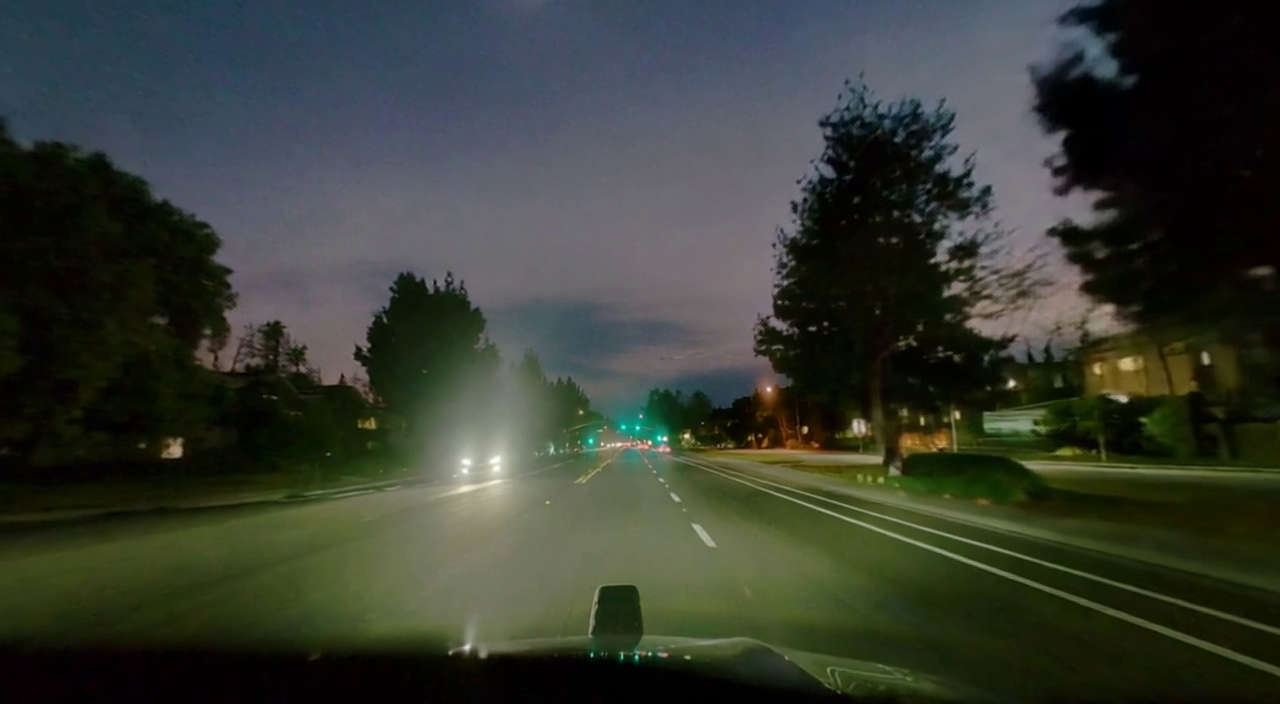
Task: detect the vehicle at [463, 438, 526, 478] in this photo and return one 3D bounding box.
[{"bbox_3d":[-7.062,5.180,31.144,2.054,1.814,4.543,0,-9,0],"label":"vehicle"}]
